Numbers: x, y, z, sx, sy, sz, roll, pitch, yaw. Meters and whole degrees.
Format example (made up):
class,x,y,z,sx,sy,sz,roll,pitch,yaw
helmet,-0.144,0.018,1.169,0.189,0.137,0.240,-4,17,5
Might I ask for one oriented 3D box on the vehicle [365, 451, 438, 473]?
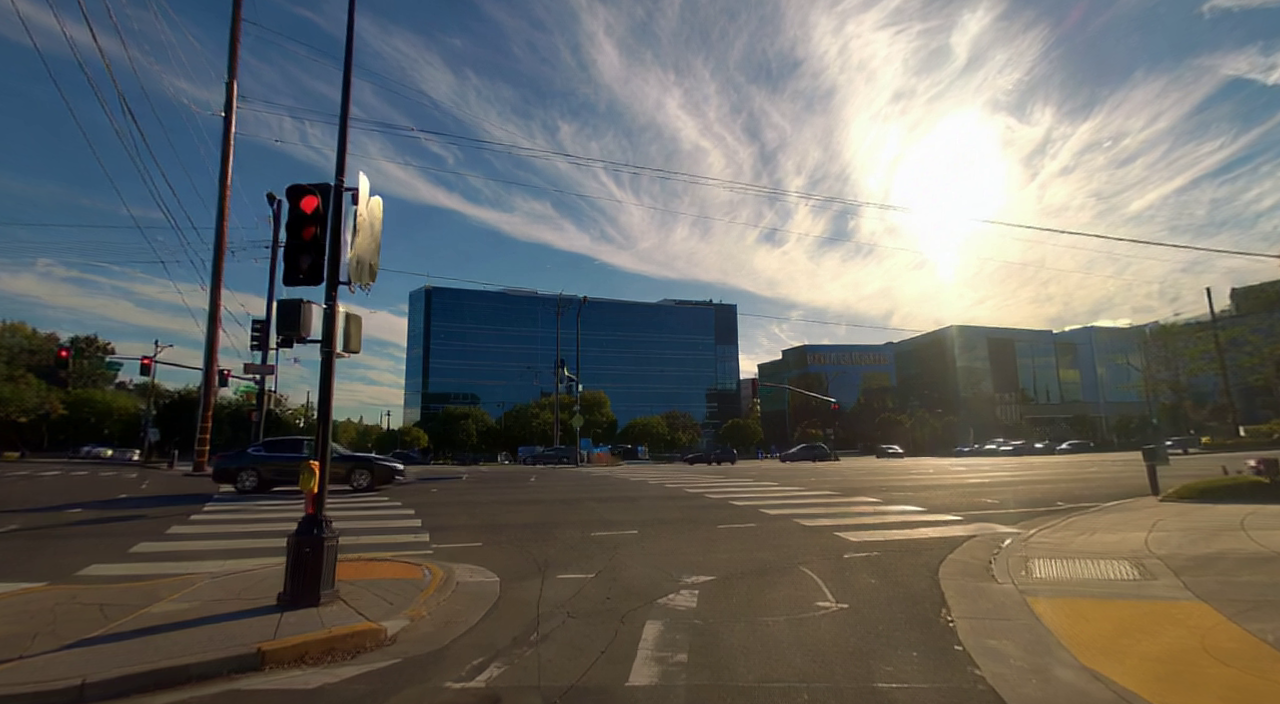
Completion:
class,x,y,z,sx,sy,sz,roll,pitch,yaw
vehicle,-17.052,7.845,45.209,4.623,1.471,1.805,4,-9,-25

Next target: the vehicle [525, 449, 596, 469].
class,x,y,z,sx,sy,sz,roll,pitch,yaw
vehicle,-5.904,7.931,47.075,4.837,1.407,1.818,4,-9,-26

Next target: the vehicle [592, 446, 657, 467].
class,x,y,z,sx,sy,sz,roll,pitch,yaw
vehicle,-1.128,7.548,45.816,4.391,1.451,1.717,4,-9,-26

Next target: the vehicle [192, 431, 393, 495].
class,x,y,z,sx,sy,sz,roll,pitch,yaw
vehicle,-9.683,3.091,17.811,4.530,1.648,2.075,-1,-9,9
